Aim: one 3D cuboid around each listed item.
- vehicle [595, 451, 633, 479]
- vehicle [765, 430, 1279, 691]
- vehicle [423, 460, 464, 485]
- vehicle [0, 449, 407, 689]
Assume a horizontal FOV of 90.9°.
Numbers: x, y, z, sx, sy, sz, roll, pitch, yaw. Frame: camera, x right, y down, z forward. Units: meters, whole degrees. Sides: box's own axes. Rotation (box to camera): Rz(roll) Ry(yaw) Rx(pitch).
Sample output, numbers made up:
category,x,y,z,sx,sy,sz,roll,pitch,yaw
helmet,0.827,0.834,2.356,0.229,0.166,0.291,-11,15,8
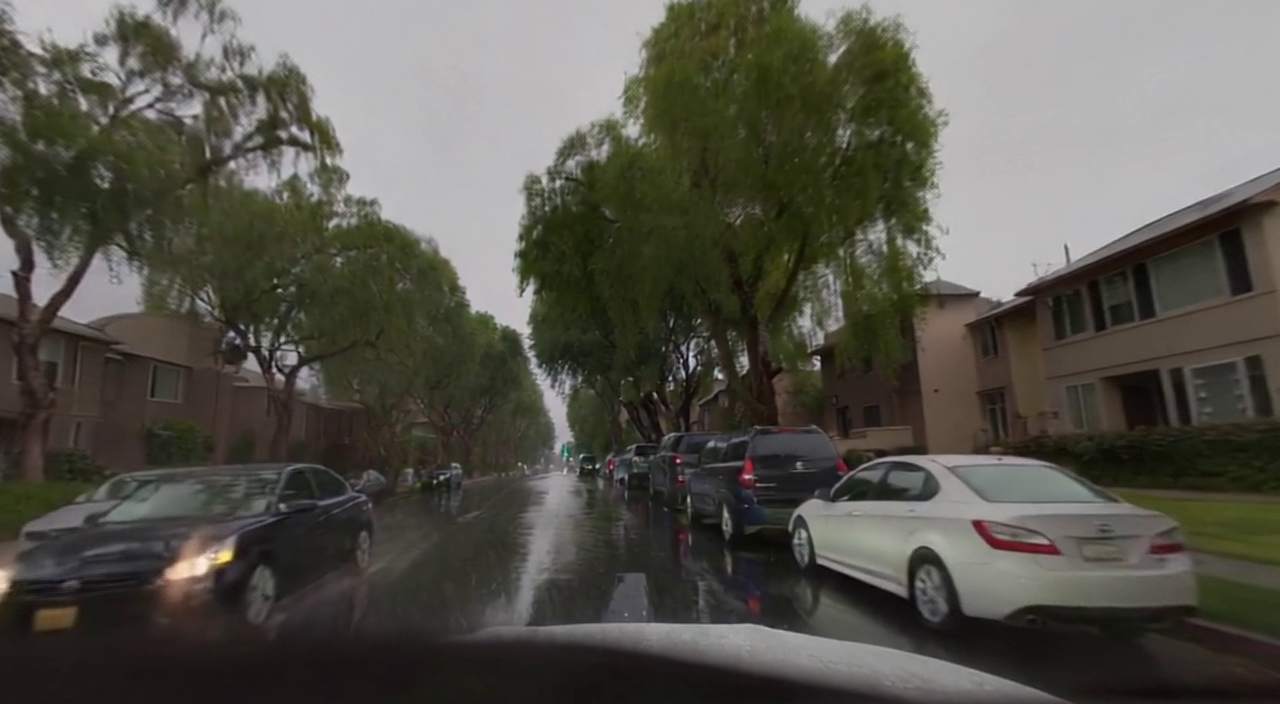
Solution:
category,x,y,z,sx,sy,sz,roll,pitch,yaw
vehicle,-1.897,7.856,44.244,2.114,1.787,4.783,1,-9,-9
vehicle,2.937,1.603,6.186,1.876,1.538,4.447,1,-9,-9
vehicle,-12.897,7.903,41.511,1.760,1.418,4.218,0,-9,-6
vehicle,-3.974,1.755,6.407,1.971,1.476,4.593,1,-9,-7
